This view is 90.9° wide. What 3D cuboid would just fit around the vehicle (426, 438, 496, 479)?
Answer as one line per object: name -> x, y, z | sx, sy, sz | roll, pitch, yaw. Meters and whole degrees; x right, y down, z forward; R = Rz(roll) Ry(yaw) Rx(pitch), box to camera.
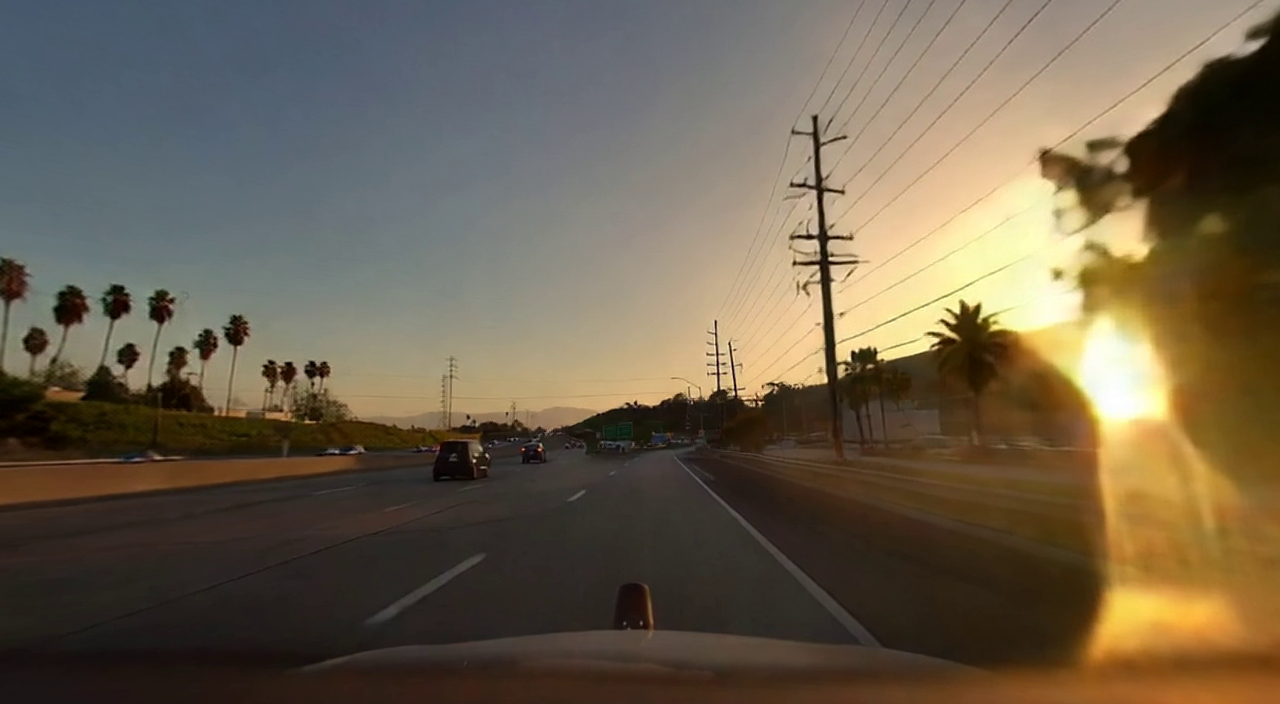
vehicle -> -7.603, 4.569, 27.218 | 2.029, 1.609, 3.935 | 0, -8, -3
